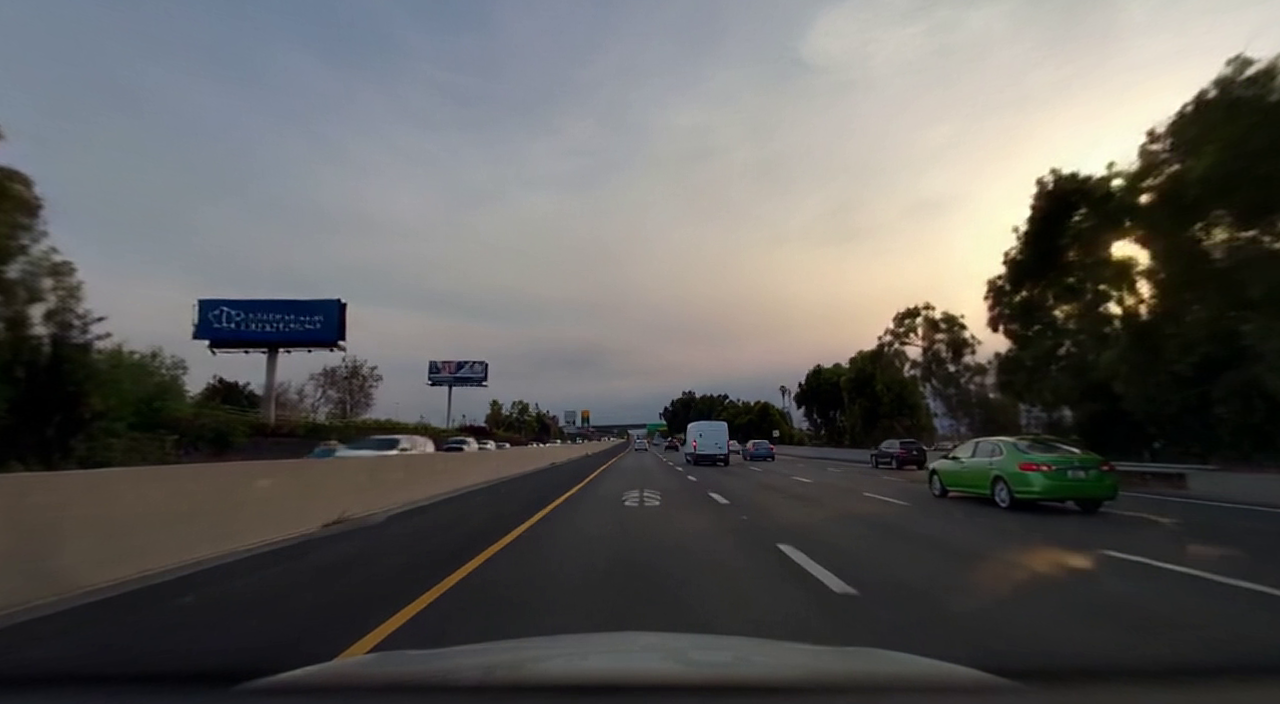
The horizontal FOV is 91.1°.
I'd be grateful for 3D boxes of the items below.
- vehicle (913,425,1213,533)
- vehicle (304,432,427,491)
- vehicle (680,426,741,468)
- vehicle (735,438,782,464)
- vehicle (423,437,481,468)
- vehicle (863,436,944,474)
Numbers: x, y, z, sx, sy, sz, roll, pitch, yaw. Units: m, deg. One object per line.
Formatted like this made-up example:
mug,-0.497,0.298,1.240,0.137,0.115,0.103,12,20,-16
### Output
vehicle,7.094,2.166,11.417,2.003,1.517,4.936,0,-8,0
vehicle,-10.025,4.013,23.516,2.328,1.850,5.141,-2,-8,0
vehicle,3.699,5.194,34.292,2.546,2.087,5.404,0,-8,-2
vehicle,7.245,6.116,38.806,2.099,1.510,3.784,0,-8,-1
vehicle,-13.737,7.388,46.326,2.442,2.115,5.788,0,-8,0
vehicle,11.324,4.447,27.297,1.874,1.496,3.586,0,-8,-1
